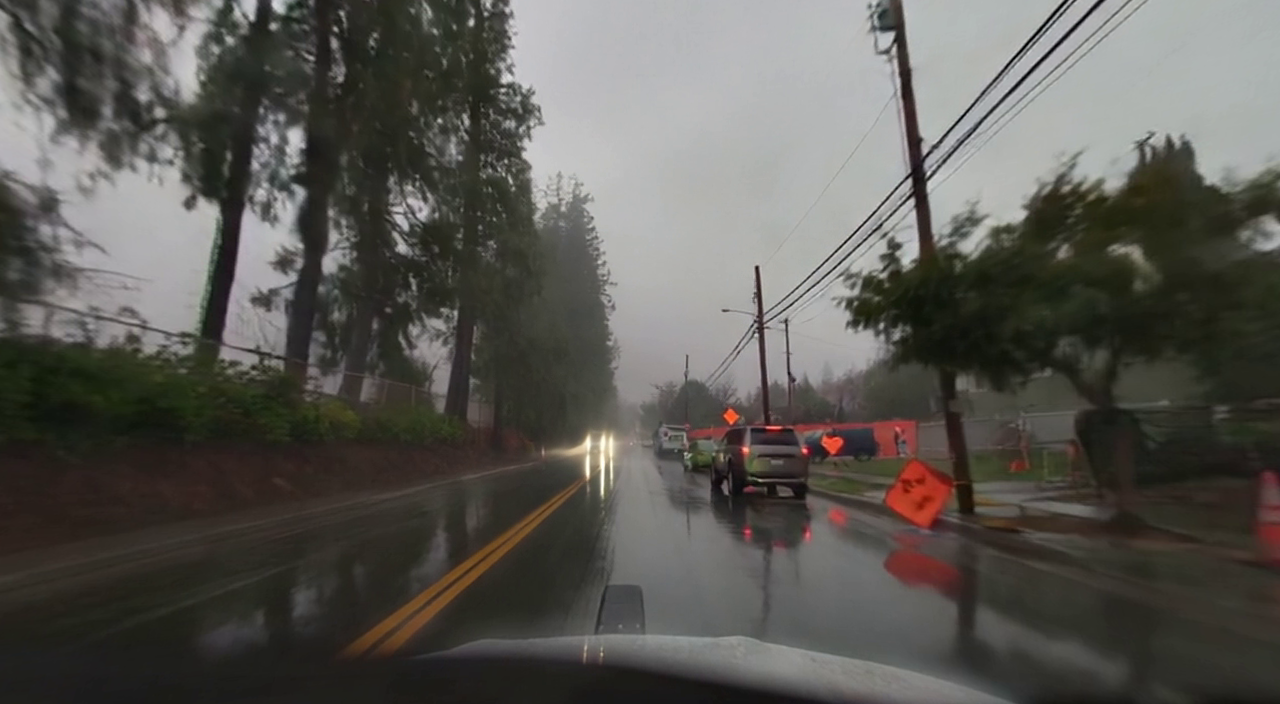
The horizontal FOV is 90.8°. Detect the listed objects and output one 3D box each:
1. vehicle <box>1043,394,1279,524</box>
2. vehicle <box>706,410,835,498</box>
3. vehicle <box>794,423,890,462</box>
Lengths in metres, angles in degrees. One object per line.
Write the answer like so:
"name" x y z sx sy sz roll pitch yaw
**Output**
"vehicle" 8.883 1.513 9.163 4.501 1.643 2.185 0 -8 3
"vehicle" 3.166 2.627 16.576 2.293 1.957 4.934 0 -8 0
"vehicle" 11.118 5.015 35.090 4.633 2.059 2.050 0 -8 2
